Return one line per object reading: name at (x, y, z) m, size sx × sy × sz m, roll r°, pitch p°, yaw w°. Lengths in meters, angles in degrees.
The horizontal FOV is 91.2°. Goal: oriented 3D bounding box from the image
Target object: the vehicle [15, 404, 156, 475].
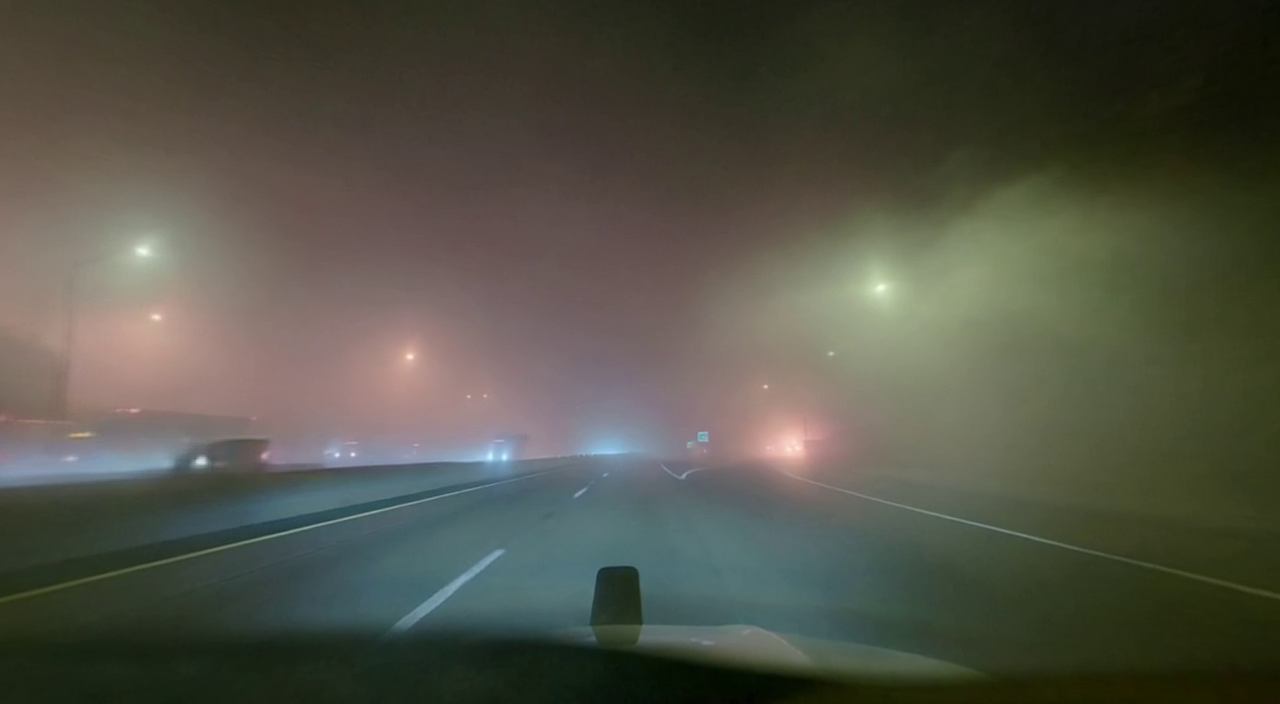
vehicle at (-35.030, 5.607, 40.014) m, size 2.875 × 4.025 × 6.567 m, roll -2°, pitch -8°, yaw 0°
